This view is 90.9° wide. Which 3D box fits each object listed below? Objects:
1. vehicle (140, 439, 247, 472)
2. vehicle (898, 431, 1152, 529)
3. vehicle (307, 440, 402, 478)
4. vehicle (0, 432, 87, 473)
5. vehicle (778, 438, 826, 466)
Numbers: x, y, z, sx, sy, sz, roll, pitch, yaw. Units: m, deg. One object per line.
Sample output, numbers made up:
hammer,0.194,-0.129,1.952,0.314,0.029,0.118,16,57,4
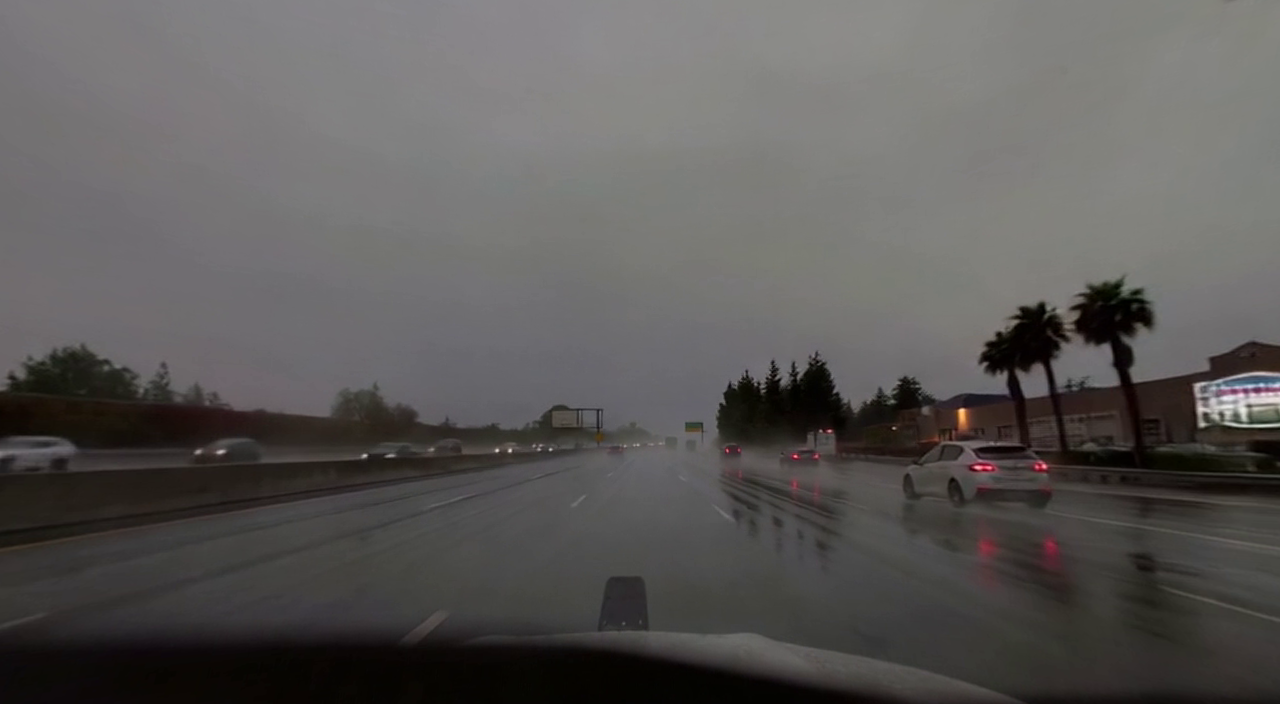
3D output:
vehicle,-21.853,5.086,31.151,1.845,1.487,4.627,0,-8,1
vehicle,7.136,2.402,12.487,2.071,1.543,4.702,0,-8,0
vehicle,-12.035,4.526,26.962,1.914,1.462,4.500,0,-8,1
vehicle,-28.561,4.608,28.906,1.972,1.747,4.887,0,-8,0
vehicle,11.758,7.295,46.155,2.168,1.861,4.678,0,-8,-1
